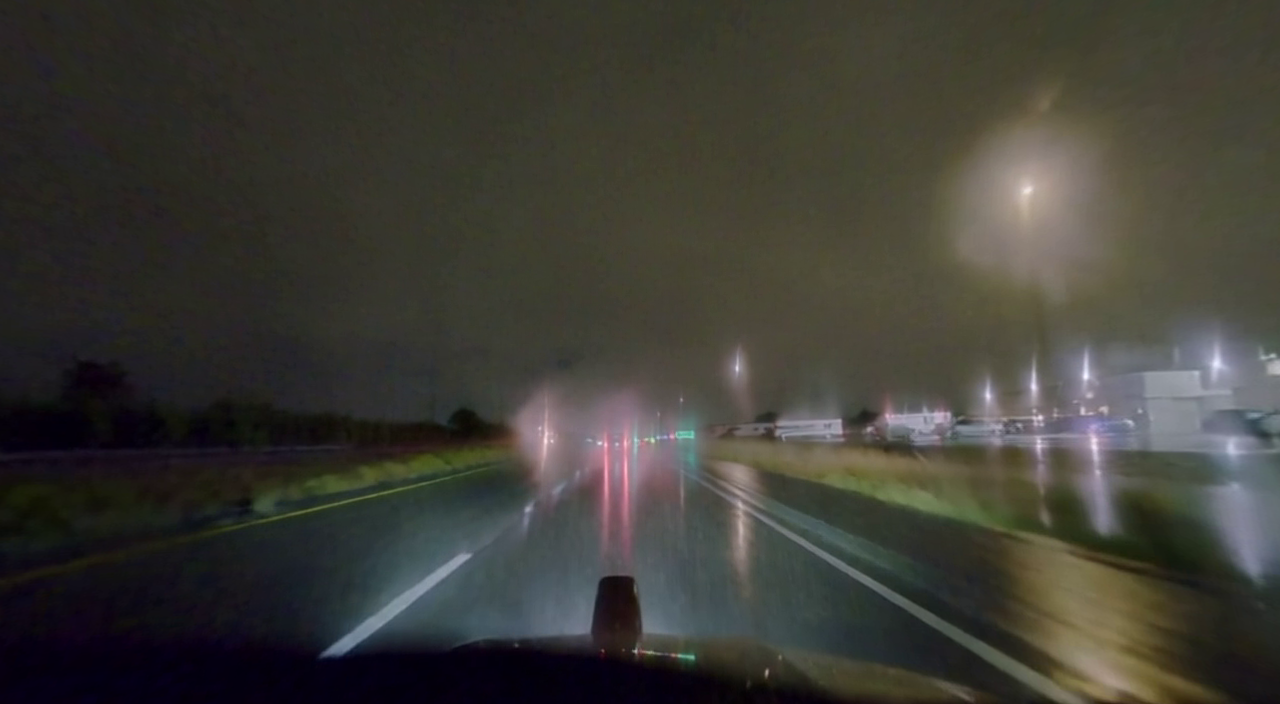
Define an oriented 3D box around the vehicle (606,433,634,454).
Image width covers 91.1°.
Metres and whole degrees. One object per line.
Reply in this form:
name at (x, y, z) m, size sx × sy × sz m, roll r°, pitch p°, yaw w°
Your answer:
vehicle at (-1.532, 6.942, 47.773) m, size 2.037 × 1.504 × 4.248 m, roll 0°, pitch -8°, yaw -2°
